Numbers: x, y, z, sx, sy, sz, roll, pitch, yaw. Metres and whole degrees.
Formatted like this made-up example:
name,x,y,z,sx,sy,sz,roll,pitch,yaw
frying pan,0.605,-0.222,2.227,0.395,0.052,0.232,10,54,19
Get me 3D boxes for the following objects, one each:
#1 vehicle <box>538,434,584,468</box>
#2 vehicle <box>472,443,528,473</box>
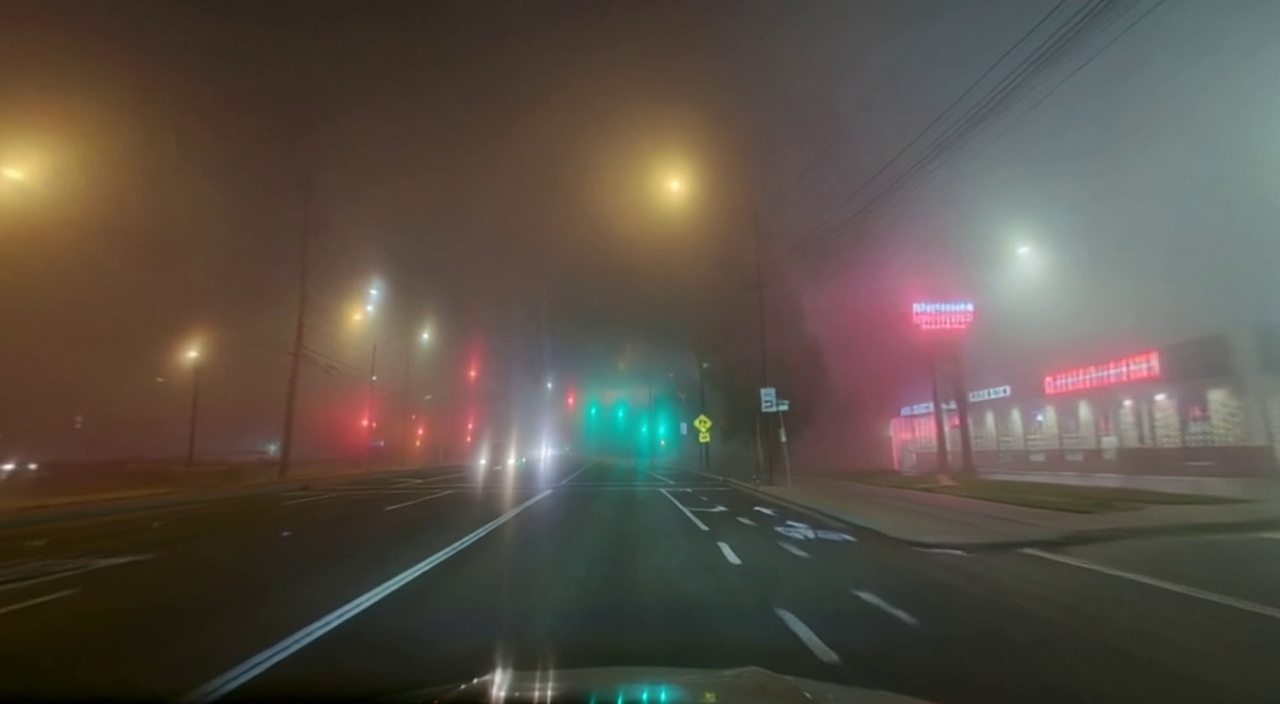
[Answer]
name,x,y,z,sx,sy,sz,roll,pitch,yaw
vehicle,-4.819,6.154,39.269,2.371,1.926,5.099,0,-8,-2
vehicle,-7.433,5.653,33.872,2.010,1.455,4.271,0,-8,0
